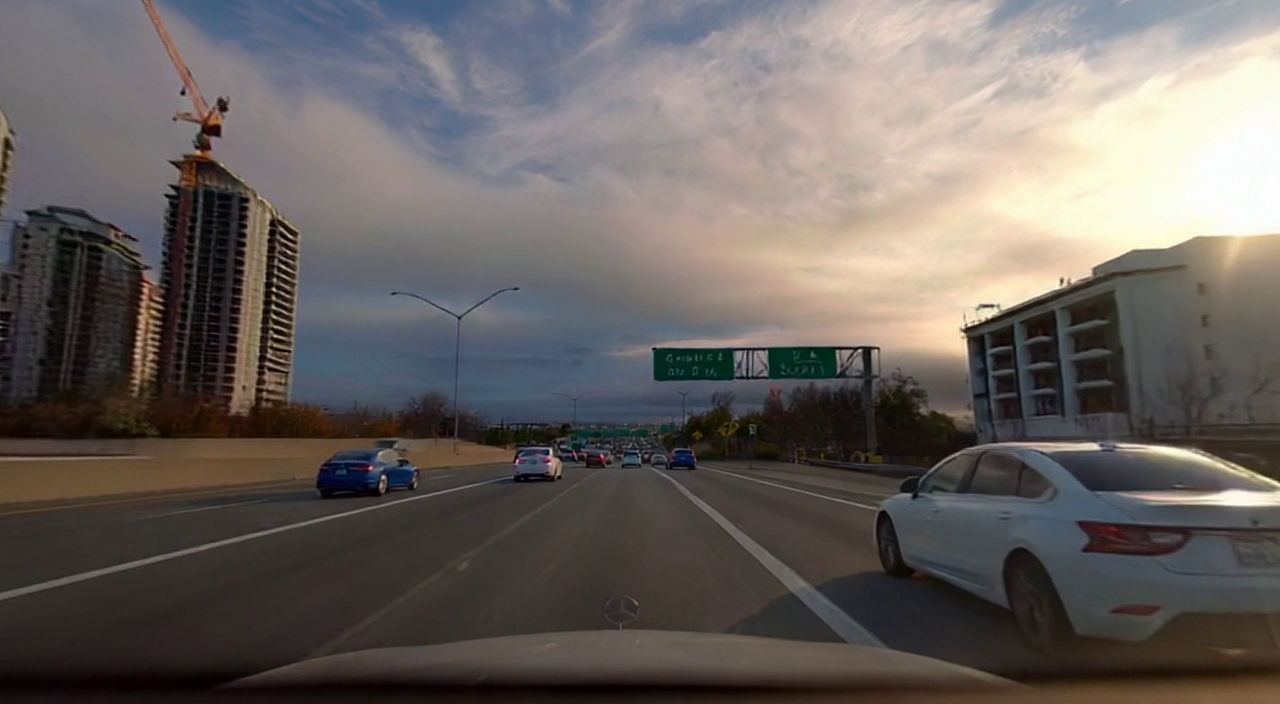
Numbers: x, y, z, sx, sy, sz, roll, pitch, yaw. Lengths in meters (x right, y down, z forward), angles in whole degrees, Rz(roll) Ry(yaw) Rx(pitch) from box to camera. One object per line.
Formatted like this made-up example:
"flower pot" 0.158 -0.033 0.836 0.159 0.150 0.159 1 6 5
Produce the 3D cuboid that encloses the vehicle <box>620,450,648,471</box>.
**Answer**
"vehicle" -0.472 8.055 47.144 2.019 1.472 3.971 0 -8 -1

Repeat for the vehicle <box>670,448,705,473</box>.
"vehicle" 3.265 7.567 44.328 1.978 1.602 4.092 0 -8 -2

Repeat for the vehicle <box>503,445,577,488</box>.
"vehicle" -3.812 4.462 25.033 2.136 1.512 4.488 0 -8 1

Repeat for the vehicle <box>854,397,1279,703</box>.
"vehicle" 3.269 1.209 4.281 1.995 1.486 4.463 0 -8 -1

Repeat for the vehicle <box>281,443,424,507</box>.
"vehicle" -7.687 3.301 17.444 1.951 1.528 4.209 0 -8 0
